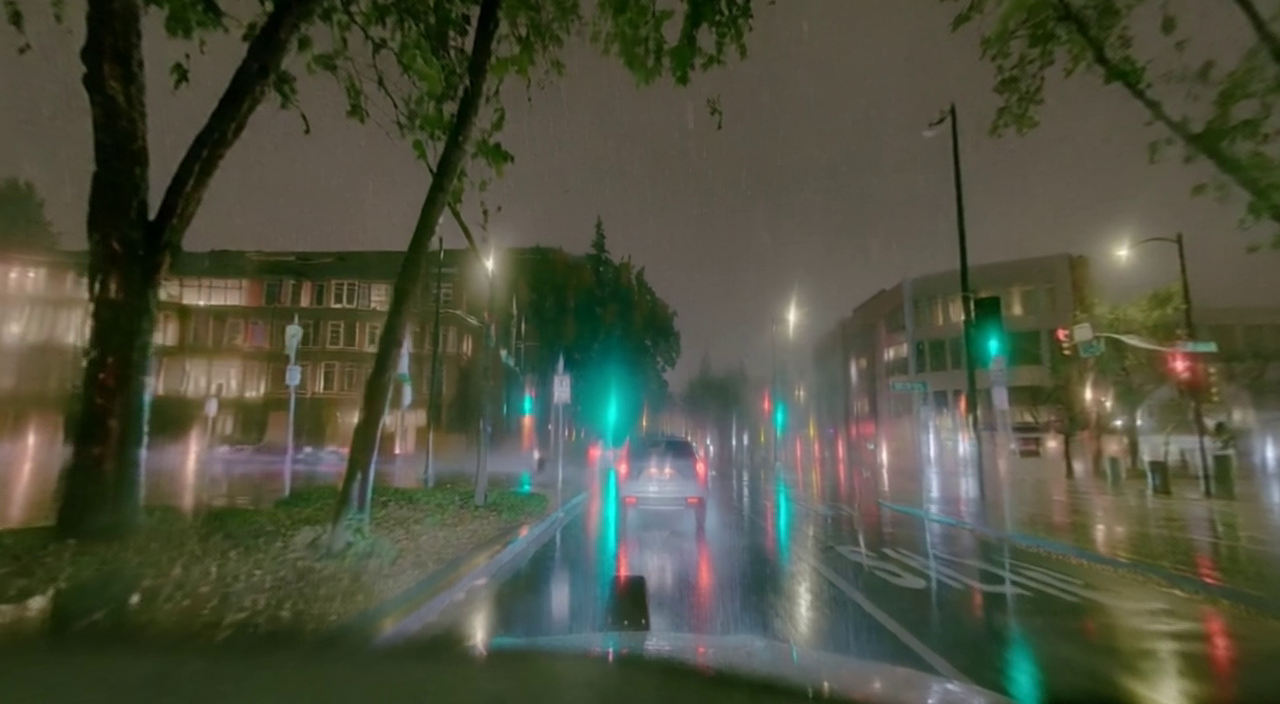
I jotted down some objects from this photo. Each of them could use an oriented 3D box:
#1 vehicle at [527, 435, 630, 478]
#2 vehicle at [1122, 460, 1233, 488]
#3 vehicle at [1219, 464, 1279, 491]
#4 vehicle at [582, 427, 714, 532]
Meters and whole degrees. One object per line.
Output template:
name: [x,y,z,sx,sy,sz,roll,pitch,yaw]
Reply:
vehicle: [-2.506,4.094,24.955,2.077,1.519,4.282,6,-11,-37]
vehicle: [30.490,6.911,35.854,4.668,1.441,1.904,0,-9,-4]
vehicle: [36.253,7.157,35.920,4.457,1.409,1.873,-1,-9,2]
vehicle: [0.208,2.306,11.919,2.079,1.621,3.861,-1,-8,3]
